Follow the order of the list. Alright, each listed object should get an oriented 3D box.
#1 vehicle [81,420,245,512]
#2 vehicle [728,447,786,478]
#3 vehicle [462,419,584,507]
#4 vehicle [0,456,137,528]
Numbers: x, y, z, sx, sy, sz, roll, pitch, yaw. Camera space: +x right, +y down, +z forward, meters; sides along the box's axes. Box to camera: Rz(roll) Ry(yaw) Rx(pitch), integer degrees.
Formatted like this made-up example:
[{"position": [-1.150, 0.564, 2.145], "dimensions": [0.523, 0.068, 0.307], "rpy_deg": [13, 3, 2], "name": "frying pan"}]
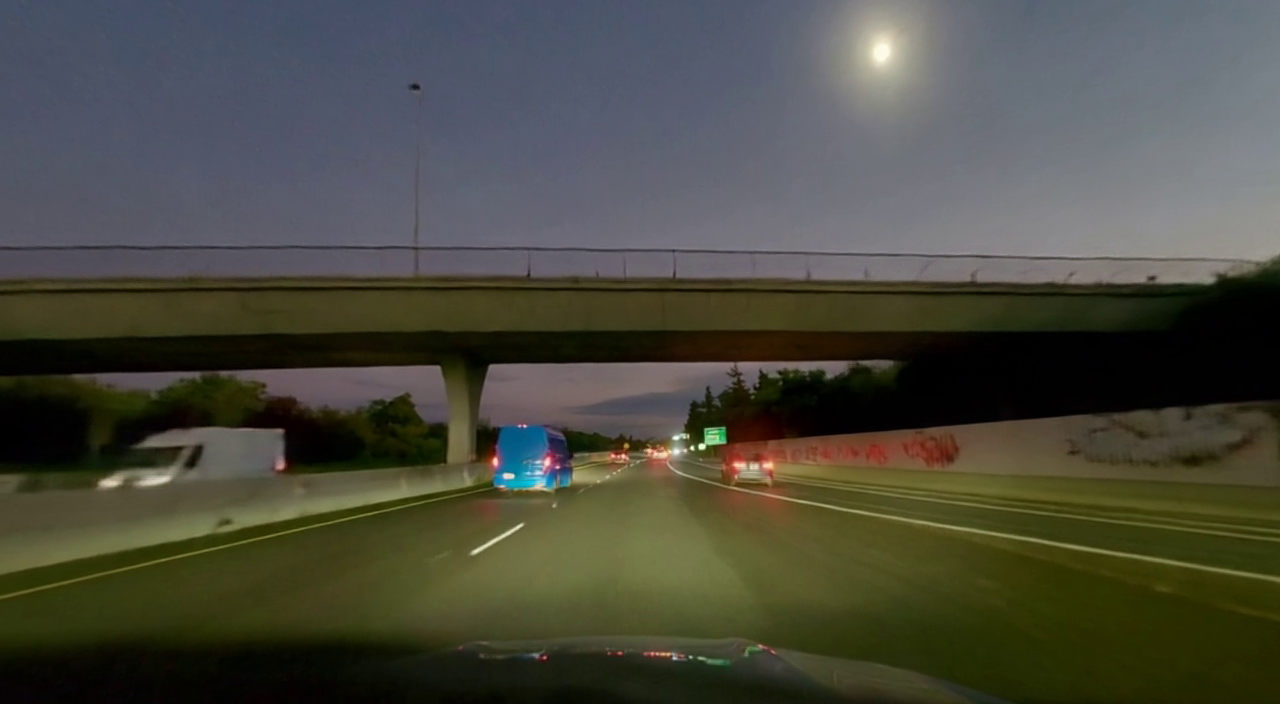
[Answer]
[{"position": [-16.299, 3.877, 21.923], "dimensions": [2.186, 2.850, 4.135], "rpy_deg": [-1, -9, 2], "name": "vehicle"}, {"position": [6.187, 5.888, 33.970], "dimensions": [1.972, 1.492, 4.623], "rpy_deg": [0, -9, -4], "name": "vehicle"}, {"position": [-2.969, 2.984, 17.329], "dimensions": [2.310, 2.030, 5.094], "rpy_deg": [0, -8, 1], "name": "vehicle"}, {"position": [-16.352, 3.651, 16.843], "dimensions": [1.960, 1.632, 4.602], "rpy_deg": [0, -9, 1], "name": "vehicle"}]
